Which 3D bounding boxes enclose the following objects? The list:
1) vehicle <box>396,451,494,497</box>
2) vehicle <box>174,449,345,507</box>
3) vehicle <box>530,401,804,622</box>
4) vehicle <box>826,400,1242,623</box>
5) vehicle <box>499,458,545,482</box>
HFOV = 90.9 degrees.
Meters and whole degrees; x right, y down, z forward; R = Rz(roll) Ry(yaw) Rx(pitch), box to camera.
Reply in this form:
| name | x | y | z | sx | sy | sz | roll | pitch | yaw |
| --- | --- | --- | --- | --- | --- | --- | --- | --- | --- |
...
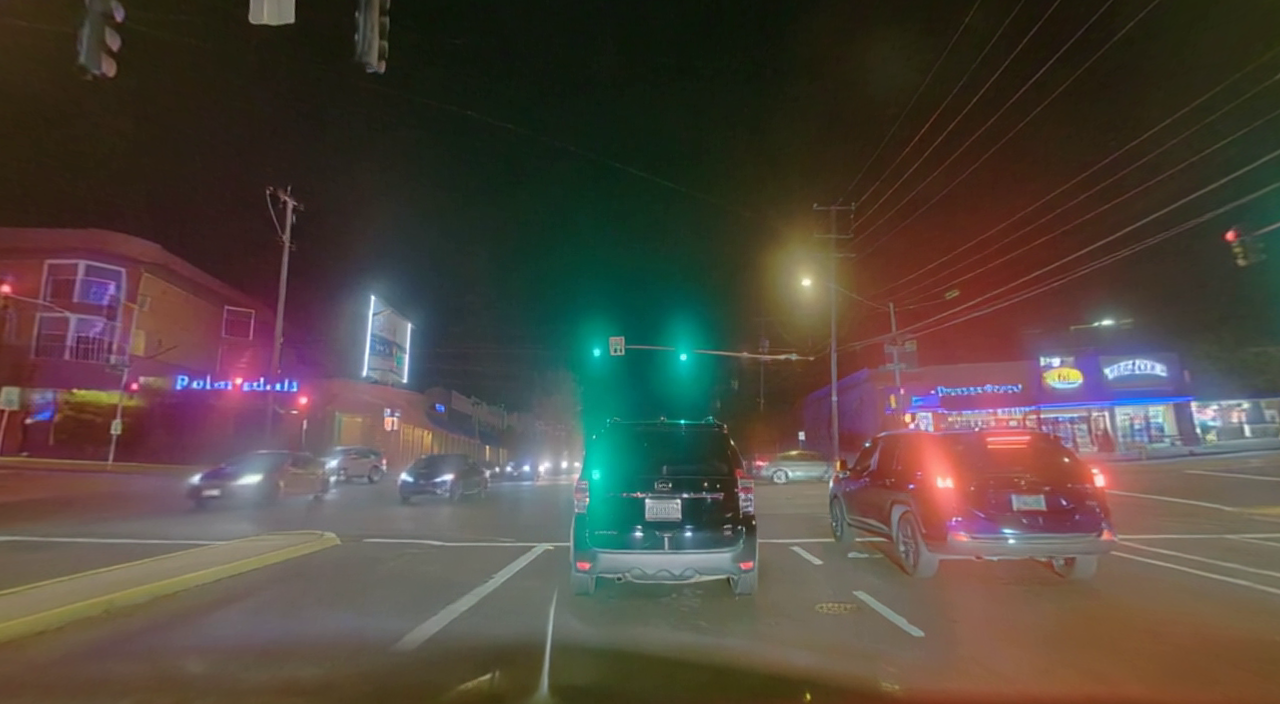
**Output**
| name | x | y | z | sx | sy | sz | roll | pitch | yaw |
| --- | --- | --- | --- | --- | --- | --- | --- | --- | --- |
| vehicle | -6.885 | 4.322 | 22.766 | 1.924 | 1.453 | 4.343 | -1 | -8 | 4 |
| vehicle | -11.212 | 3.710 | 19.108 | 1.958 | 1.493 | 4.795 | -1 | -8 | 4 |
| vehicle | 0.260 | 1.506 | 6.827 | 2.098 | 1.682 | 3.778 | 0 | -8 | 2 |
| vehicle | 3.607 | 1.516 | 6.946 | 1.976 | 1.664 | 4.189 | -1 | -8 | 2 |
| vehicle | -8.383 | 8.438 | 45.289 | 1.911 | 1.461 | 4.691 | -1 | -8 | 6 |
